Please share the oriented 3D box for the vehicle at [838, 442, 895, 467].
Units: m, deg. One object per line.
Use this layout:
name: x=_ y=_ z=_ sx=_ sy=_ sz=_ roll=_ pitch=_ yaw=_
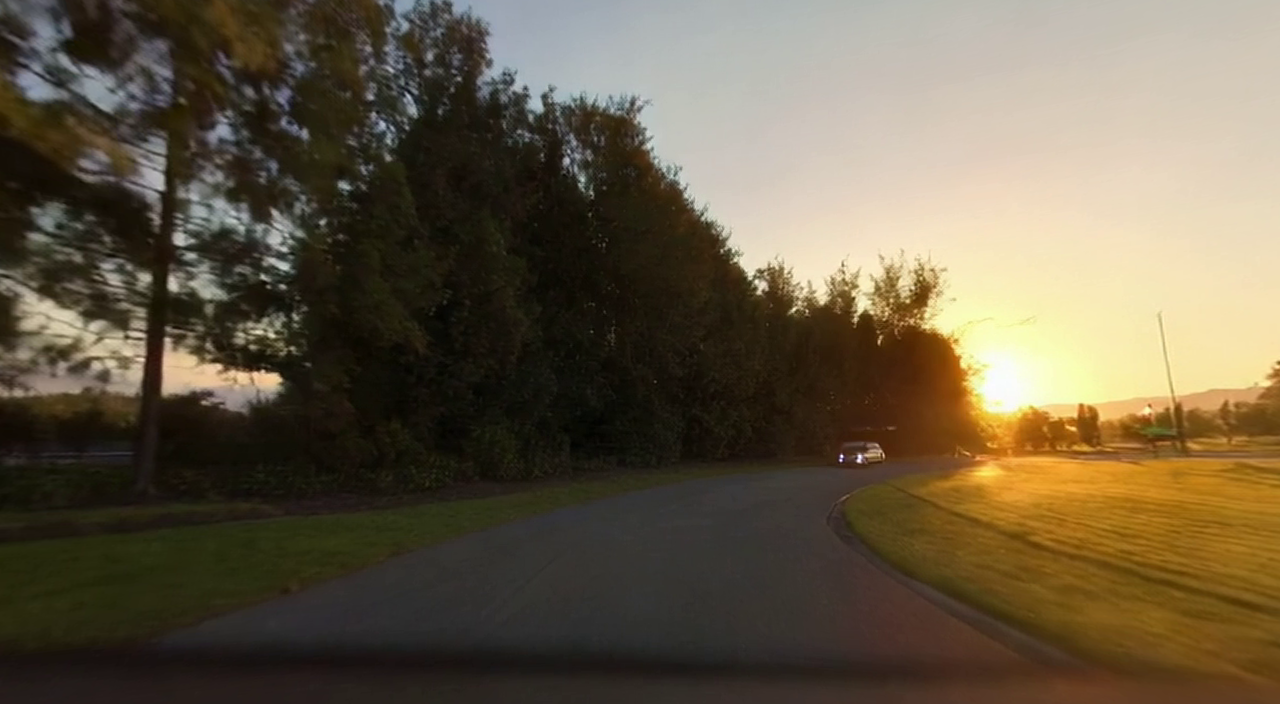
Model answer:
vehicle: x=17.081 y=7.698 z=47.227 sx=4.257 sy=1.789 sz=1.988 roll=7 pitch=-10 yaw=-37
